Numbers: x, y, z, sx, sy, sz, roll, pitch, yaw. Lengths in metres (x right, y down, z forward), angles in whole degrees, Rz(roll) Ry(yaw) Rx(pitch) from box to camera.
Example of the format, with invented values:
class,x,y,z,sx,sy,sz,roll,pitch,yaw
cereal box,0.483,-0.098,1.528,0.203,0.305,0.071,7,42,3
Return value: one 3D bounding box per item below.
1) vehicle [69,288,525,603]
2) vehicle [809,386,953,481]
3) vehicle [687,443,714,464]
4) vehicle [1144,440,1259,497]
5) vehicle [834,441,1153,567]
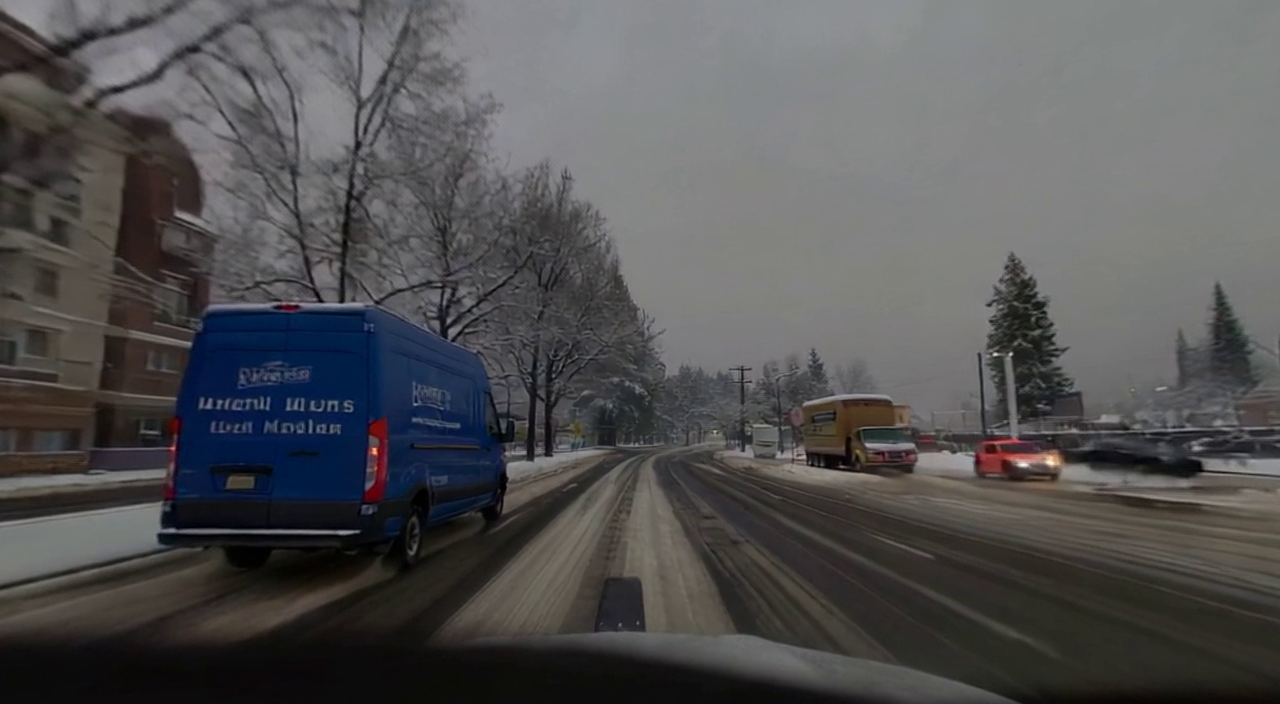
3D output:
class,x,y,z,sx,sy,sz,roll,pitch,yaw
vehicle,-3.884,1.386,9.789,2.763,2.974,7.562,0,-8,0
vehicle,9.179,3.306,25.272,2.882,3.208,7.609,0,-8,1
vehicle,4.617,7.769,48.468,1.878,1.534,4.120,-1,-8,3
vehicle,16.380,3.321,18.369,4.307,1.438,1.923,8,-12,-42
vehicle,4.888,2.141,9.901,2.127,1.439,5.034,0,-8,0
